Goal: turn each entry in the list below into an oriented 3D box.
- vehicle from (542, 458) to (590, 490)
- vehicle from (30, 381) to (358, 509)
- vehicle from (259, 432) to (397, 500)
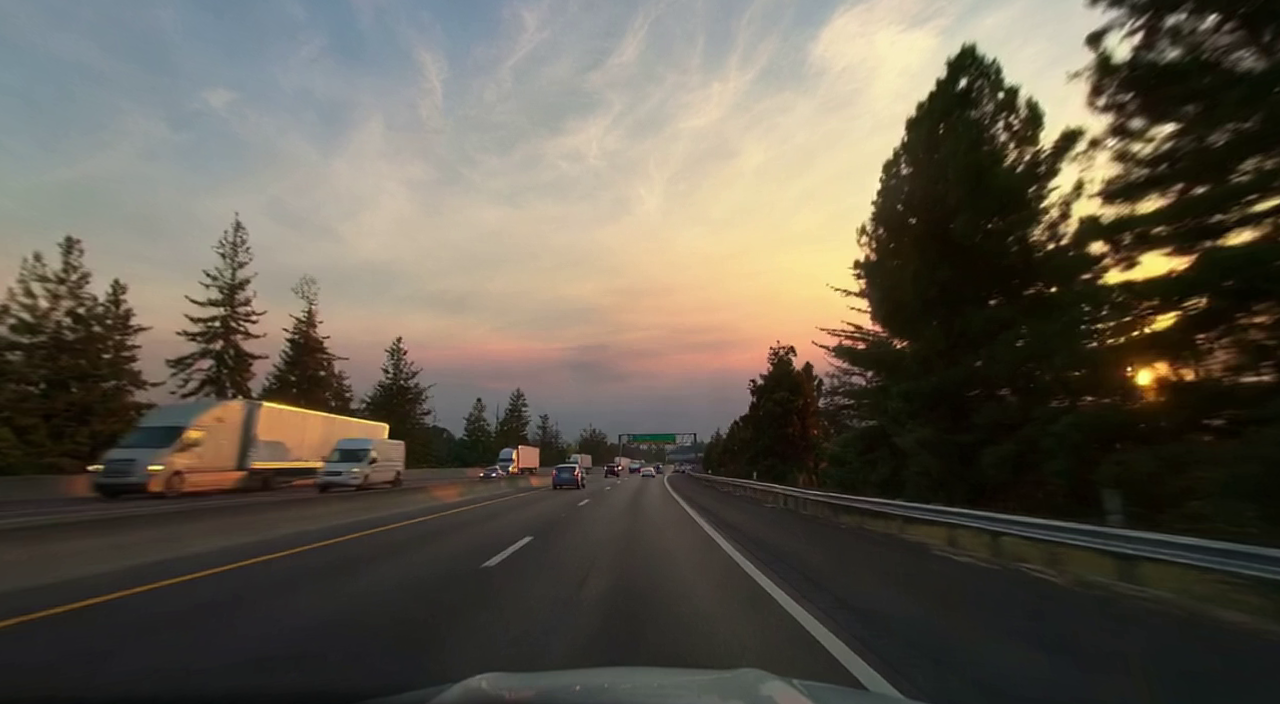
[{"bbox_3d":[-4.353,7.261,37.580,2.160,1.721,4.368,1,-11,2],"label":"vehicle"},{"bbox_3d":[-17.463,4.301,27.472,2.882,3.981,15.102,1,-11,2],"label":"vehicle"},{"bbox_3d":[-12.926,4.866,26.868,2.247,2.499,6.794,1,-11,1],"label":"vehicle"}]
